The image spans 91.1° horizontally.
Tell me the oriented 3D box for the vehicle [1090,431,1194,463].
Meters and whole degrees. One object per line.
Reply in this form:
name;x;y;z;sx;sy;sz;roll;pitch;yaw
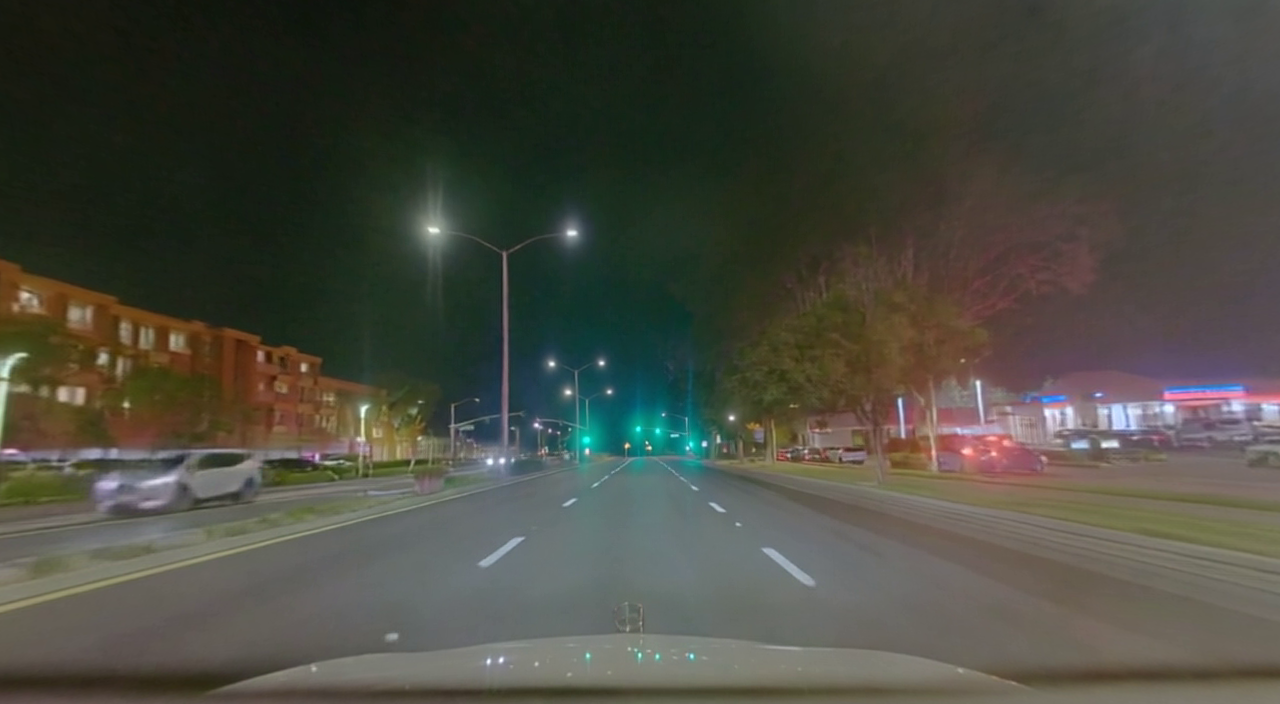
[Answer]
vehicle;29.554;5.619;37.075;4.342;1.641;1.975;-3;-8;0

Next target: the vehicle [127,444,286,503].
vehicle;-15.830;4.401;23.386;2.266;1.924;5.024;0;-9;1

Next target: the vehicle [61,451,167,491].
vehicle;-31.331;7.044;37.646;2.160;2.118;4.989;0;-9;-3

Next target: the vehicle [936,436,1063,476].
vehicle;17.049;4.935;29.946;4.720;1.769;2.229;0;-9;-5
